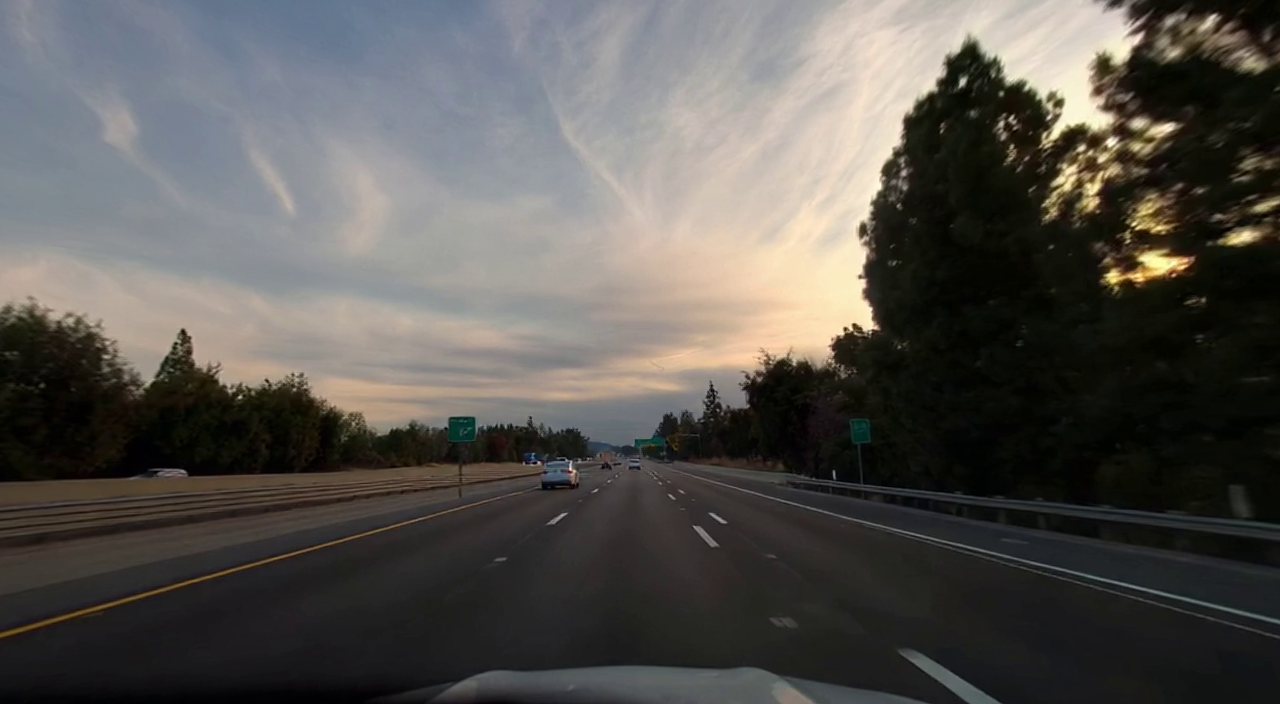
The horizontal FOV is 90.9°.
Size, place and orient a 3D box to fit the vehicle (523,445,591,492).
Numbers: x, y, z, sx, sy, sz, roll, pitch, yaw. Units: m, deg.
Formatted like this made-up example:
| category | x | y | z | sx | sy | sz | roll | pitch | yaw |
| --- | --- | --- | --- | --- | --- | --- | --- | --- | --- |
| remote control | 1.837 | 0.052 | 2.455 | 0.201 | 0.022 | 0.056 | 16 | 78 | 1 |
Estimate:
| category | x | y | z | sx | sy | sz | roll | pitch | yaw |
| --- | --- | --- | --- | --- | --- | --- | --- | --- | --- |
| vehicle | -3.572 | 5.182 | 28.080 | 2.390 | 1.879 | 4.423 | 1 | -10 | 1 |

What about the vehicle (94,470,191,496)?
| category | x | y | z | sx | sy | sz | roll | pitch | yaw |
| --- | --- | --- | --- | --- | --- | --- | --- | --- | --- |
| vehicle | -30.741 | 8.108 | 39.099 | 1.771 | 1.457 | 4.492 | -1 | -11 | 11 |
